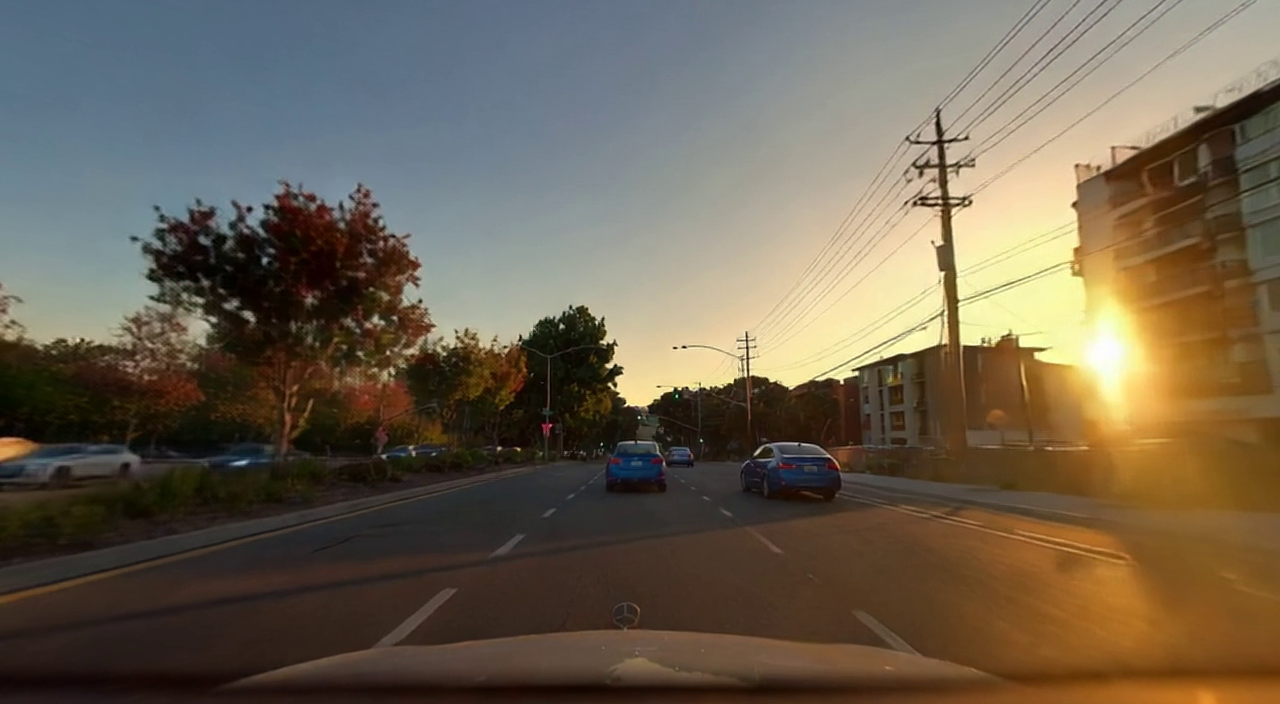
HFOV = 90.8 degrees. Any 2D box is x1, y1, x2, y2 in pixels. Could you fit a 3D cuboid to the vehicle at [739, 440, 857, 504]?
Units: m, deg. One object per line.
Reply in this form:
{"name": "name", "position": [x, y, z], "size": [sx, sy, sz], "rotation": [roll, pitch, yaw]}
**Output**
{"name": "vehicle", "position": [4.194, 3.249, 17.610], "size": [2.086, 1.534, 4.351], "rotation": [0, -8, -1]}

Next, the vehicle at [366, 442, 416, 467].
{"name": "vehicle", "position": [-17.869, 7.329, 45.512], "size": [1.822, 1.695, 4.329], "rotation": [0, -8, -1]}

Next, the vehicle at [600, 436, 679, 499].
{"name": "vehicle", "position": [-0.056, 3.302, 18.477], "size": [2.073, 1.606, 3.933], "rotation": [0, -8, -1]}

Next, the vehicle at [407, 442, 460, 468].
{"name": "vehicle", "position": [-13.674, 6.864, 42.207], "size": [1.982, 1.639, 4.553], "rotation": [0, -8, 0]}

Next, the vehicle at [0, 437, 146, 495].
{"name": "vehicle", "position": [-17.153, 3.255, 18.437], "size": [1.873, 1.459, 4.447], "rotation": [0, -8, 0]}

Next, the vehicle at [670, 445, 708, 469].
{"name": "vehicle", "position": [3.193, 6.900, 41.610], "size": [2.054, 1.461, 4.321], "rotation": [0, -8, -1]}

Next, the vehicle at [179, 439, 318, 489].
{"name": "vehicle", "position": [-13.479, 3.863, 22.177], "size": [1.981, 1.572, 4.575], "rotation": [0, -8, -1]}
